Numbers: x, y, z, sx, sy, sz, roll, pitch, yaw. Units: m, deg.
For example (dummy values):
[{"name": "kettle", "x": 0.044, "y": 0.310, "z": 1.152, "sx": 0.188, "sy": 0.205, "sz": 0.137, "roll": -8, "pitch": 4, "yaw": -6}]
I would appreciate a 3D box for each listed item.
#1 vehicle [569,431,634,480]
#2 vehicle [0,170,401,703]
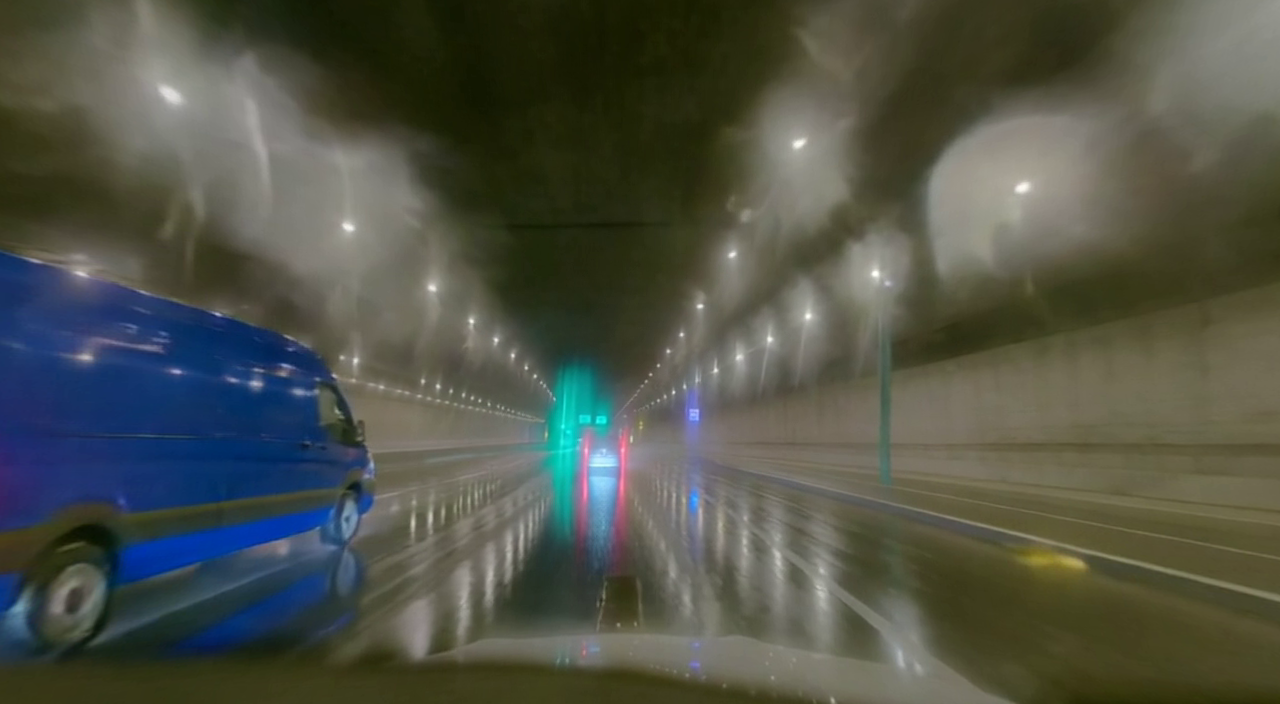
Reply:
[{"name": "vehicle", "x": -1.296, "y": 3.654, "z": 22.522, "sx": 2.095, "sy": 1.553, "sz": 4.069, "roll": 0, "pitch": -8, "yaw": -1}, {"name": "vehicle", "x": -4.155, "y": 0.678, "z": 4.987, "sx": 2.404, "sy": 2.459, "sz": 5.229, "roll": 0, "pitch": -8, "yaw": 0}]
